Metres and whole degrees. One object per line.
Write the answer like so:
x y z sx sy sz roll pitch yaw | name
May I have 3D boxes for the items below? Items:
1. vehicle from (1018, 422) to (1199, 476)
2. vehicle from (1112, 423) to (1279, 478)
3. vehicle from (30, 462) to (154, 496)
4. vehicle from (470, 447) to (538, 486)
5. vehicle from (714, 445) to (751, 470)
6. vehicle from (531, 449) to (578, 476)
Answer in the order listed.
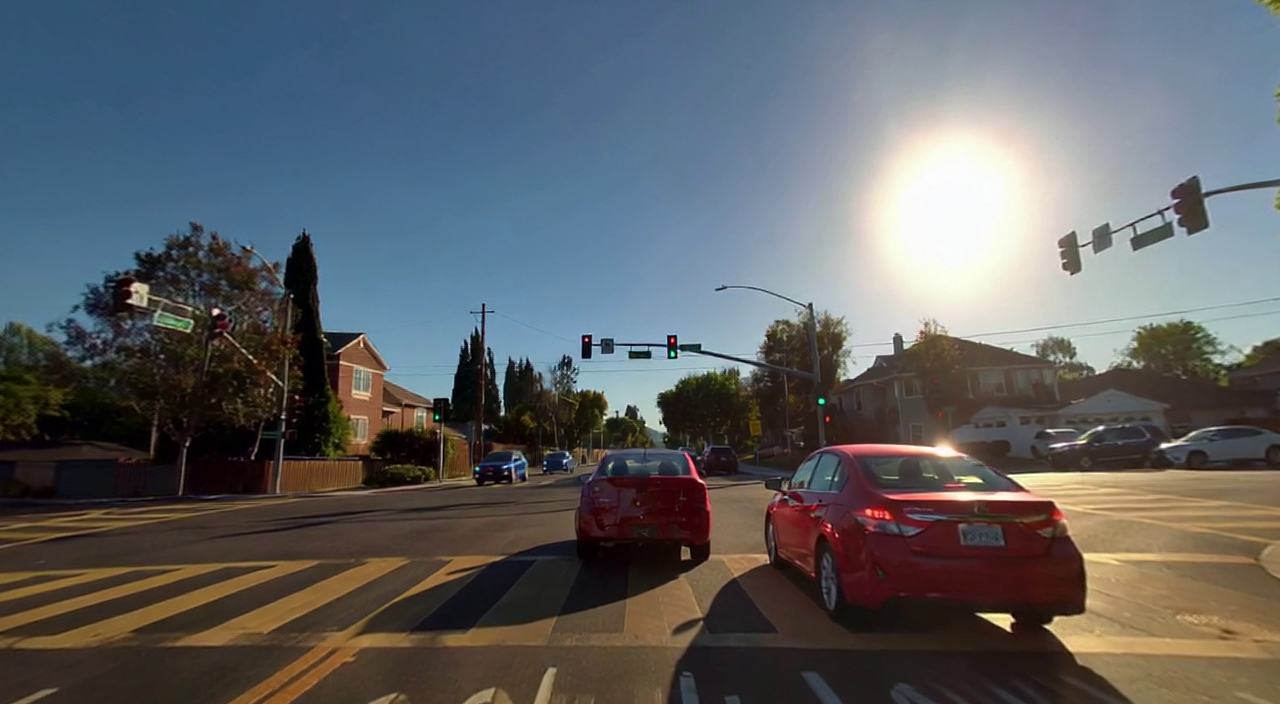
16.006 3.342 21.815 4.452 1.711 2.186 0 -8 1 | vehicle
16.958 2.897 18.703 4.345 1.517 1.913 0 -8 1 | vehicle
-30.105 6.988 34.971 2.106 1.586 5.009 -1 -8 4 | vehicle
-6.229 5.264 29.390 1.982 1.686 4.195 -1 -8 4 | vehicle
6.207 7.116 42.911 1.891 1.611 4.269 0 -8 1 | vehicle
-5.822 7.556 43.445 2.270 1.605 4.958 -2 -9 3 | vehicle
